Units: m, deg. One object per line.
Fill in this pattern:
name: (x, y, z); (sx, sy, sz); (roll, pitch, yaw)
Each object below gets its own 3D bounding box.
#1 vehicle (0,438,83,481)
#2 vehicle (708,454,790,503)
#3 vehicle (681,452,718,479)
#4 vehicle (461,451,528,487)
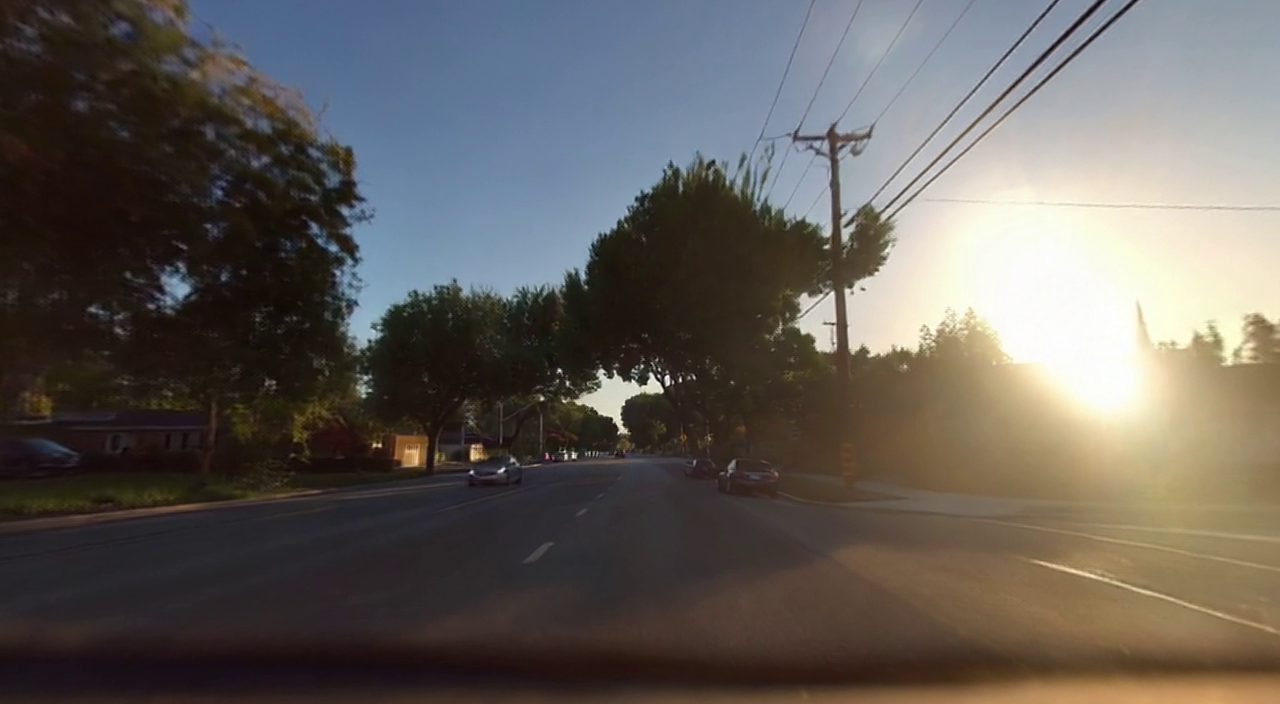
vehicle: (-28.657, 4.831, 28.482); (4.750, 1.845, 2.382); (0, -9, -1)
vehicle: (3.749, 4.436, 22.580); (2.031, 1.500, 4.590); (0, -9, -1)
vehicle: (4.005, 7.733, 43.316); (2.020, 1.690, 4.621); (0, -9, -1)
vehicle: (-6.529, 5.295, 28.863); (2.049, 1.494, 4.226); (0, -9, 1)
